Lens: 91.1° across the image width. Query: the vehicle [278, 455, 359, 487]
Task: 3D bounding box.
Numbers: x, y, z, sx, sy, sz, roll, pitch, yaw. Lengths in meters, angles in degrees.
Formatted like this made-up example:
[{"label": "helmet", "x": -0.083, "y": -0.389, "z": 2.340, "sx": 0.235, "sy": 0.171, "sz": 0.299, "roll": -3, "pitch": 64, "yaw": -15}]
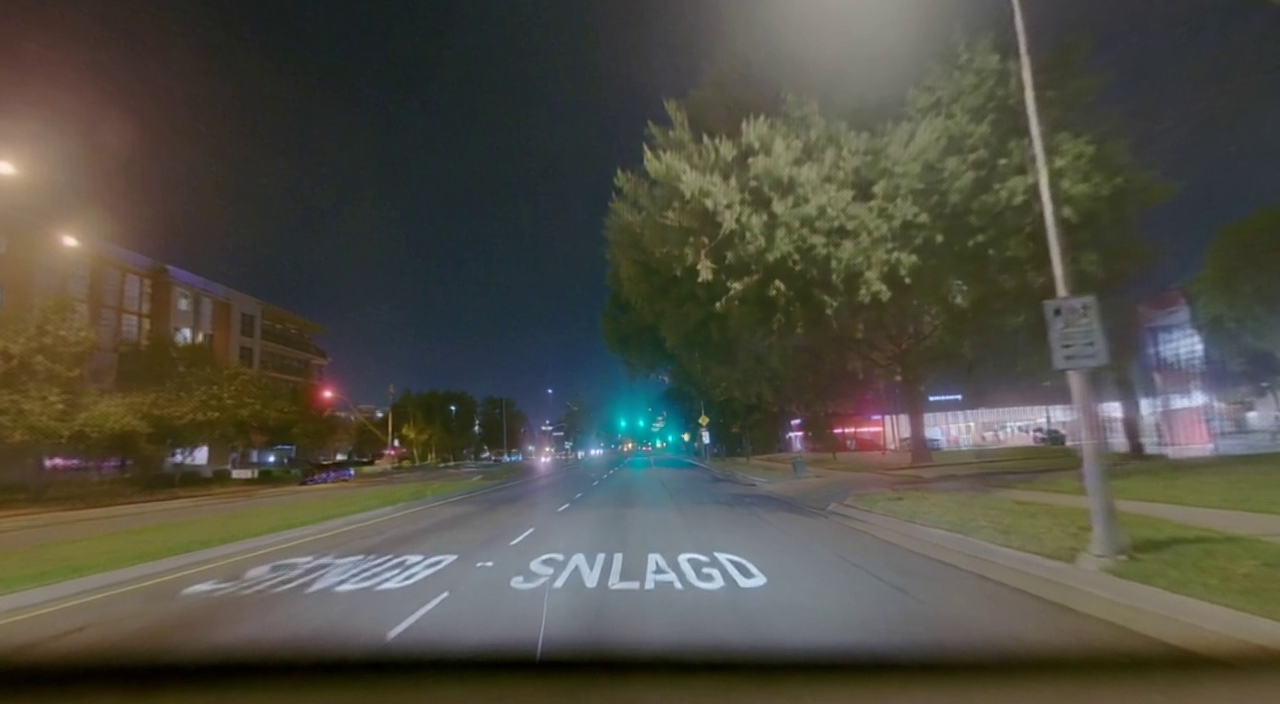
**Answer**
[{"label": "vehicle", "x": -17.434, "y": 6.432, "z": 34.327, "sx": 1.861, "sy": 1.541, "sz": 4.530, "roll": 0, "pitch": -9, "yaw": 3}]
